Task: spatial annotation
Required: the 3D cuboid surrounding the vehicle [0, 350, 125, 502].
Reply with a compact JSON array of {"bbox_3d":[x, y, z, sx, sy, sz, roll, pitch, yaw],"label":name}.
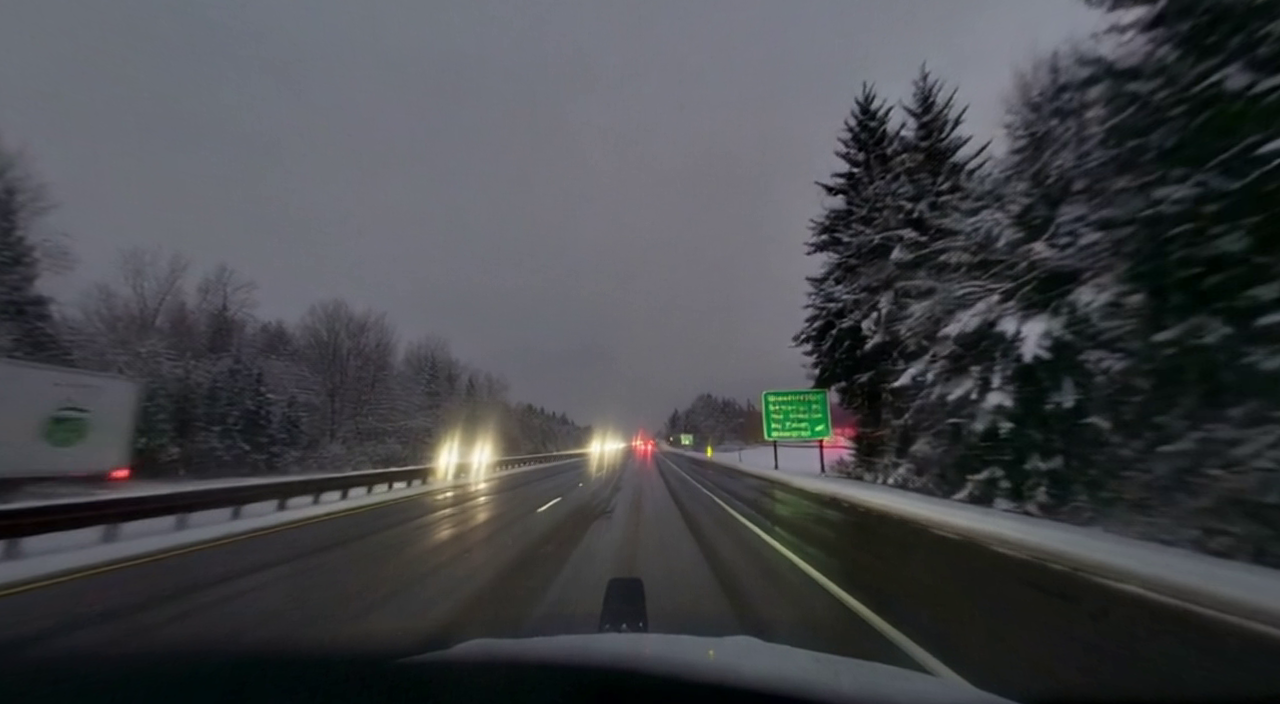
[{"bbox_3d":[-17.644,1.122,10.857,2.986,3.793,17.217,0,-8,0],"label":"vehicle"}]
